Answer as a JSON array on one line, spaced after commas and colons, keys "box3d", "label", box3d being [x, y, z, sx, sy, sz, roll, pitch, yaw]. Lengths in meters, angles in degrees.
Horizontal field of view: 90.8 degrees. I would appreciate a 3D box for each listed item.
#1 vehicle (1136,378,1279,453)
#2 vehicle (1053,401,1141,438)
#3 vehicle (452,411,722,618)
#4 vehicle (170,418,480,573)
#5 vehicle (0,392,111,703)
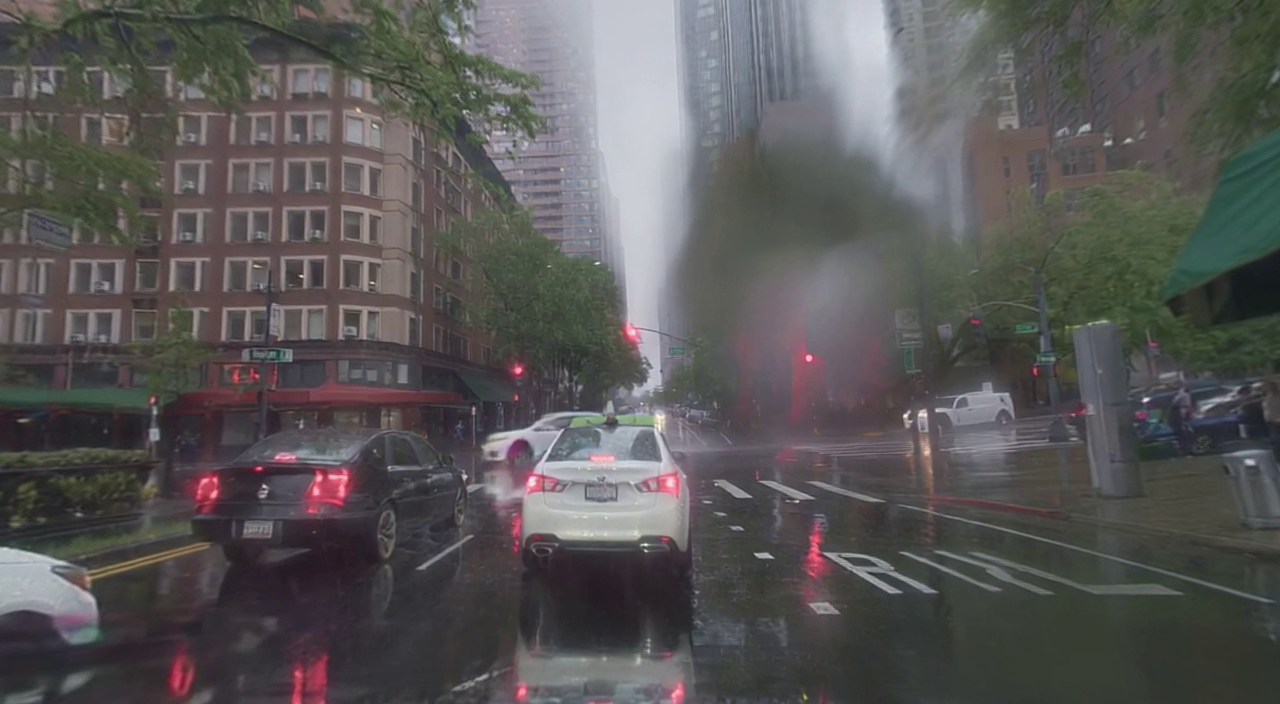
[{"box3d": [21.628, 2.354, 22.871, 5.863, 2.493, 2.354, 2, -9, -12], "label": "vehicle"}, {"box3d": [22.472, 3.369, 31.002, 4.392, 1.667, 1.958, 5, -10, -34], "label": "vehicle"}, {"box3d": [-0.410, 1.501, 6.731, 1.999, 1.520, 3.896, 0, -8, 0], "label": "vehicle"}, {"box3d": [-3.682, 1.749, 8.485, 1.934, 1.522, 4.287, 0, -8, 0], "label": "vehicle"}, {"box3d": [-3.917, 0.705, 1.179, 1.995, 1.524, 4.438, 0, -8, 0], "label": "vehicle"}]
